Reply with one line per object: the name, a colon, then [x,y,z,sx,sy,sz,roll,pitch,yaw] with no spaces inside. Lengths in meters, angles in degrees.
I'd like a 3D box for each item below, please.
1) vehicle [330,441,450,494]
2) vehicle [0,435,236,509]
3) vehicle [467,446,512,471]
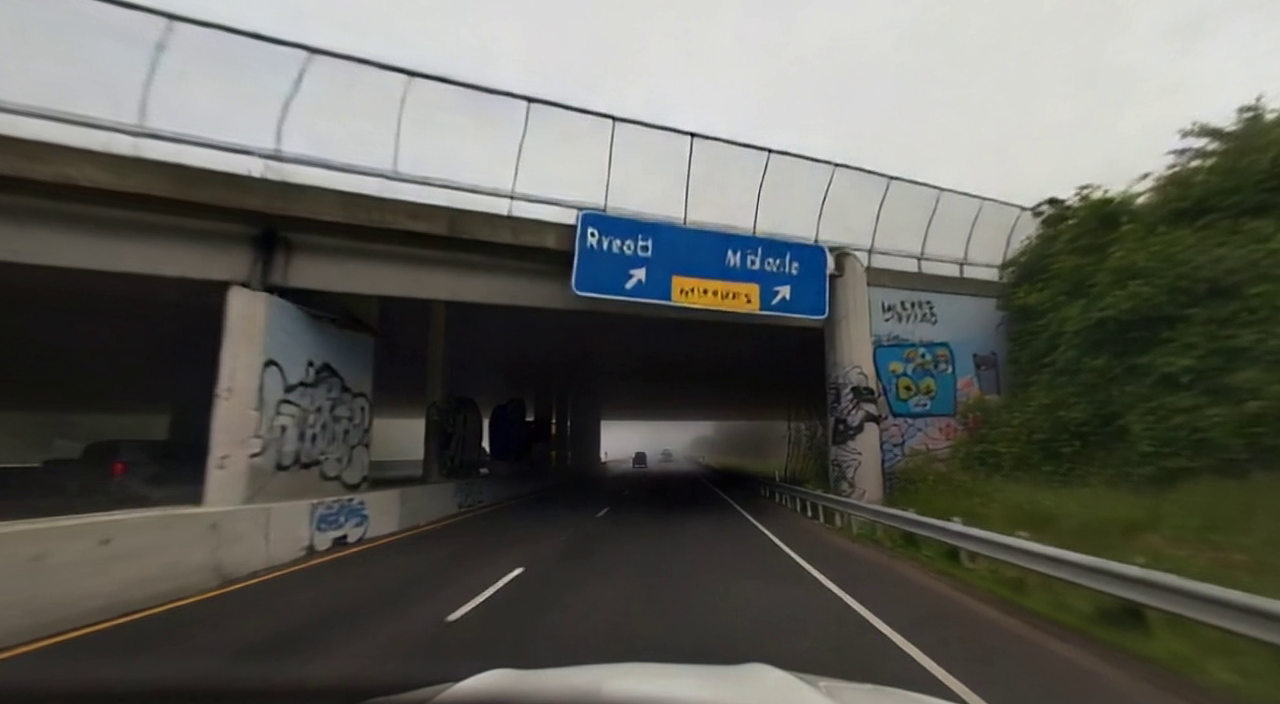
vehicle: [-8.322,3.873,21.555,1.979,1.600,4.516,-1,-8,4]
vehicle: [-13.093,2.986,16.256,2.059,1.615,4.688,-1,-8,3]
vehicle: [-11.082,7.903,46.868,1.962,1.731,4.523,-1,-8,4]
